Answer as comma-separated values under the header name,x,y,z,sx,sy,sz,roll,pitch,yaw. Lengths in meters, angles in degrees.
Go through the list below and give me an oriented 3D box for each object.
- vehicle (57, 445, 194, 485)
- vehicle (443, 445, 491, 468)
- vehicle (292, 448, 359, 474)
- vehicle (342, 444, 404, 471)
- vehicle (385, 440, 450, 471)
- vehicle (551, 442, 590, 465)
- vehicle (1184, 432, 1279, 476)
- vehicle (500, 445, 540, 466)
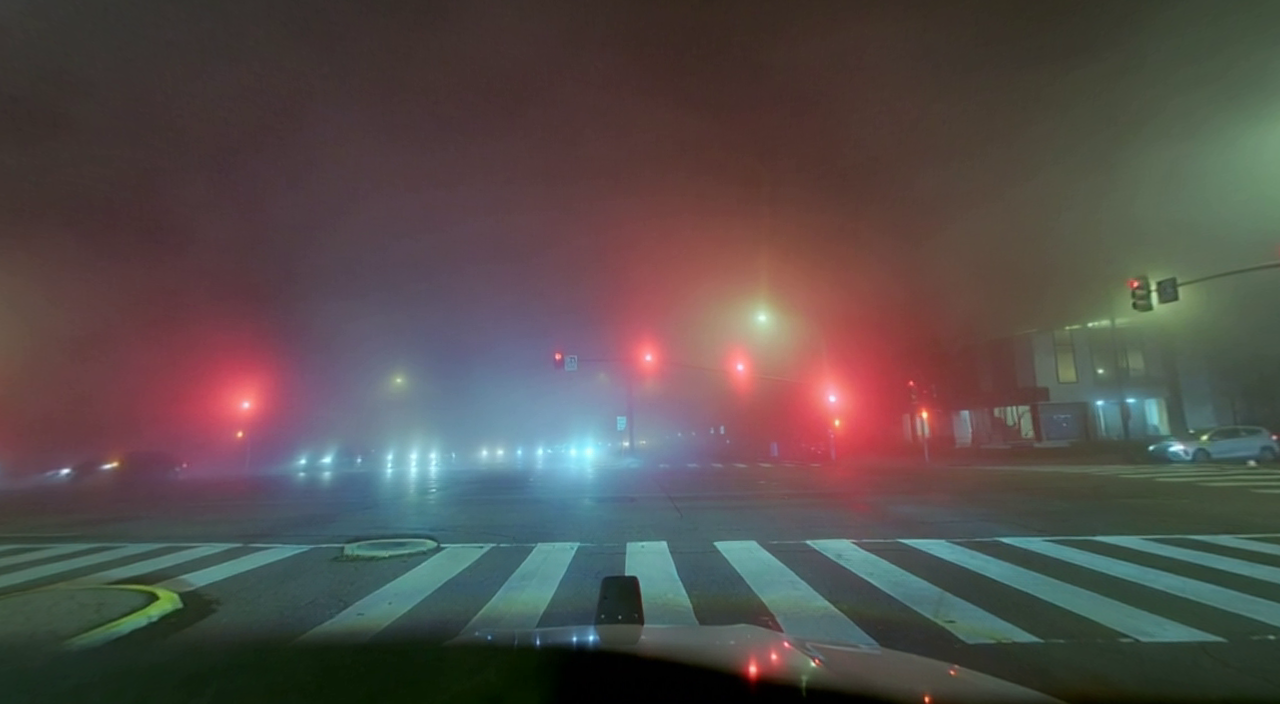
name,x,y,z,sx,sy,sz,roll,pitch,yaw
vehicle,-26.121,5.696,32.178,2.032,1.839,4.884,-5,-10,31
vehicle,-11.634,7.066,42.696,1.911,1.476,4.297,-1,-9,2
vehicle,-21.506,7.445,43.278,1.929,1.619,4.577,-1,-9,5
vehicle,-18.558,7.342,43.994,2.237,1.801,4.541,0,-9,1
vehicle,-15.141,7.034,43.151,2.340,1.946,5.450,0,-9,2
vehicle,-4.529,6.723,41.682,1.954,1.431,4.050,-1,-9,2
vehicle,22.315,3.582,22.238,4.474,1.477,1.908,0,-9,-3
vehicle,-8.096,7.007,42.616,1.910,1.321,3.692,0,-9,1
